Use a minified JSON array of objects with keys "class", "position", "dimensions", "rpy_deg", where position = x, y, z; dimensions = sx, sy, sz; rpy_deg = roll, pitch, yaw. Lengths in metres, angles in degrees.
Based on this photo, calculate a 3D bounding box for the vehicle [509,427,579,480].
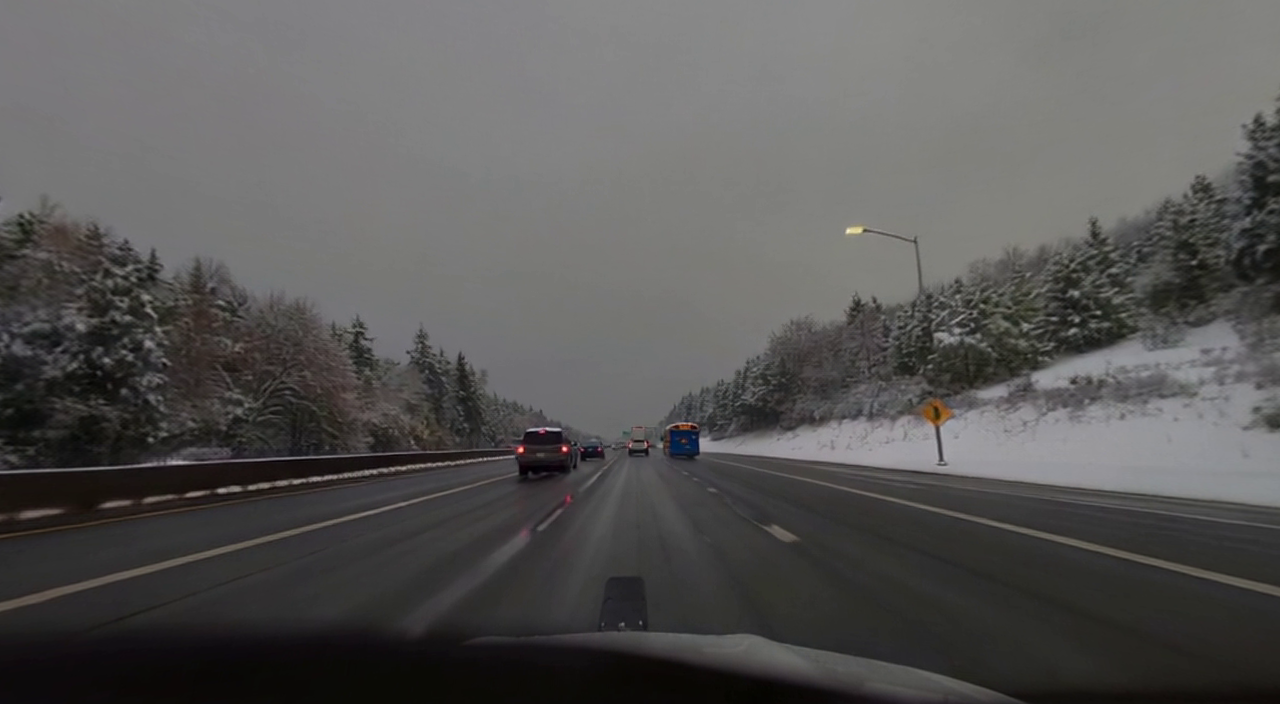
[{"class":"vehicle","position":[-3.655,3.968,24.837],"dimensions":[2.016,1.898,4.458],"rpy_deg":[0,-8,1]}]

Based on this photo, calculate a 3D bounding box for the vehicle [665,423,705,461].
[{"class":"vehicle","position":[3.474,7.139,49.938],"dimensions":[2.573,2.828,6.754],"rpy_deg":[0,-8,0]}]

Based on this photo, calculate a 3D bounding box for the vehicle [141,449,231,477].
[{"class":"vehicle","position":[-26.873,6.560,37.555],"dimensions":[1.955,1.497,4.582],"rpy_deg":[0,-8,-1]}]

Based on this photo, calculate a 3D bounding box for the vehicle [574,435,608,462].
[{"class":"vehicle","position":[-3.492,7.061,46.021],"dimensions":[2.155,1.843,4.567],"rpy_deg":[0,-8,0]}]
